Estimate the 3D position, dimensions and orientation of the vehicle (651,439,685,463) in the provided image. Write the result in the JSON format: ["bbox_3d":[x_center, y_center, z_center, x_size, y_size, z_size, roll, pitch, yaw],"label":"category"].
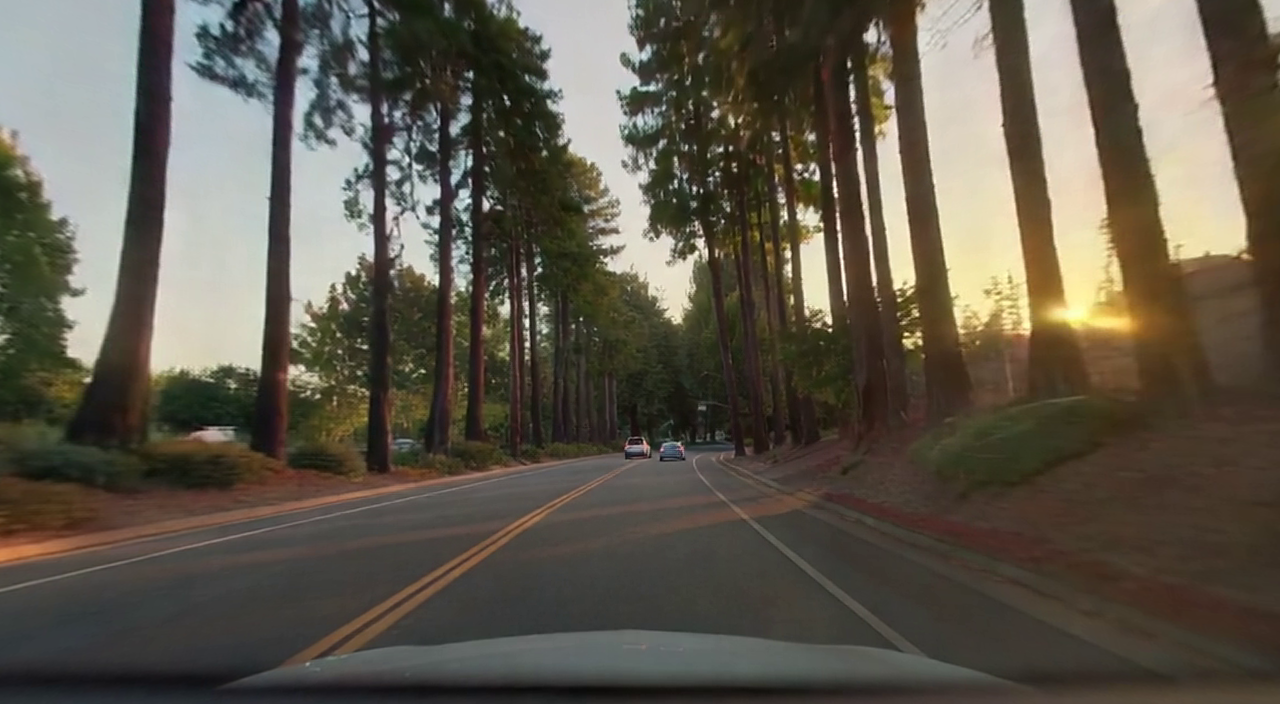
[{"bbox_3d":[1.857,6.410,40.935,2.071,1.474,4.047,-1,-8,5],"label":"vehicle"}]
